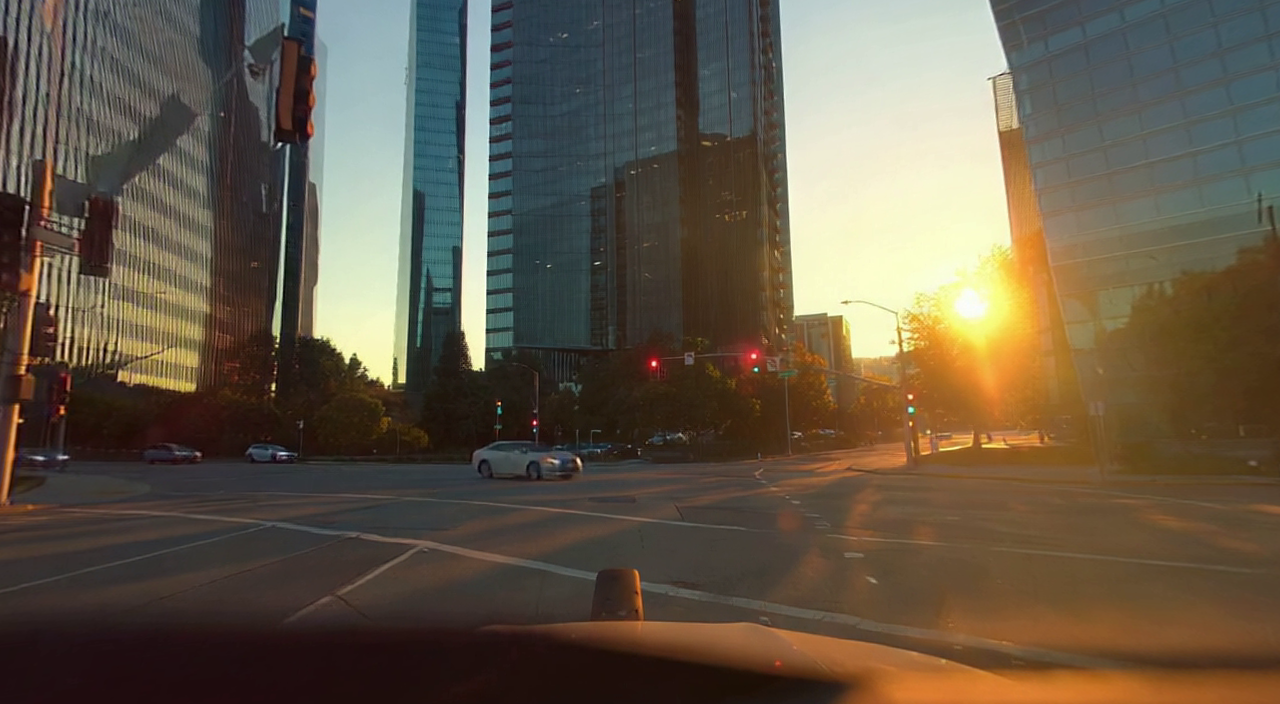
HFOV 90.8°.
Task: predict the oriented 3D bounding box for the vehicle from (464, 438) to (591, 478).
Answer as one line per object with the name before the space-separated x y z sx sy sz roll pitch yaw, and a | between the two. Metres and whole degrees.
vehicle | -4.800 4.421 26.651 5.408 1.505 2.091 -6 -10 36

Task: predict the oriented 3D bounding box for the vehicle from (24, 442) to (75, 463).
vehicle | -40.922 6.953 43.744 4.323 1.390 1.953 -7 -11 39

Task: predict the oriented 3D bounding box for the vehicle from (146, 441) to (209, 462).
vehicle | -32.717 7.015 44.630 4.380 1.455 1.869 -5 -10 30
